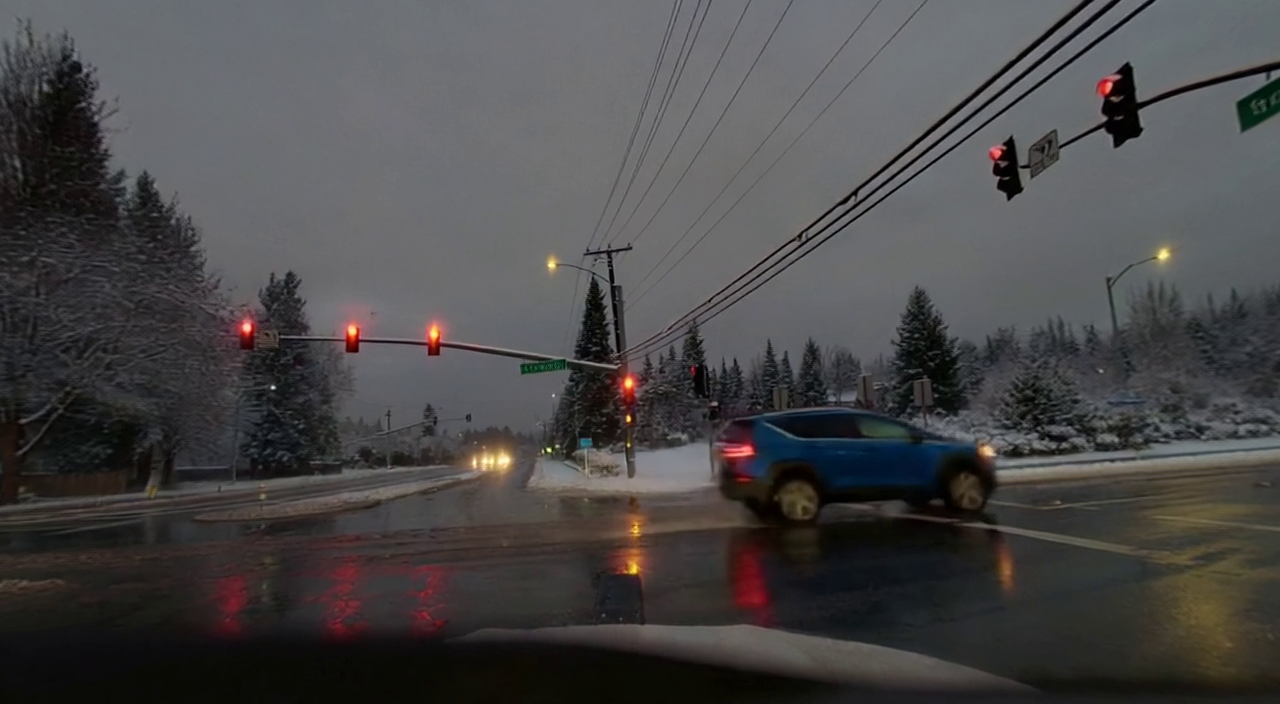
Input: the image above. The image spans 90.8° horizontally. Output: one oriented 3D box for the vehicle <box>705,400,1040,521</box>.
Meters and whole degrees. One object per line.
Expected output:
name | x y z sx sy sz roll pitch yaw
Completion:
vehicle | 3.736 1.817 10.863 4.881 1.807 2.135 1 -8 -5
